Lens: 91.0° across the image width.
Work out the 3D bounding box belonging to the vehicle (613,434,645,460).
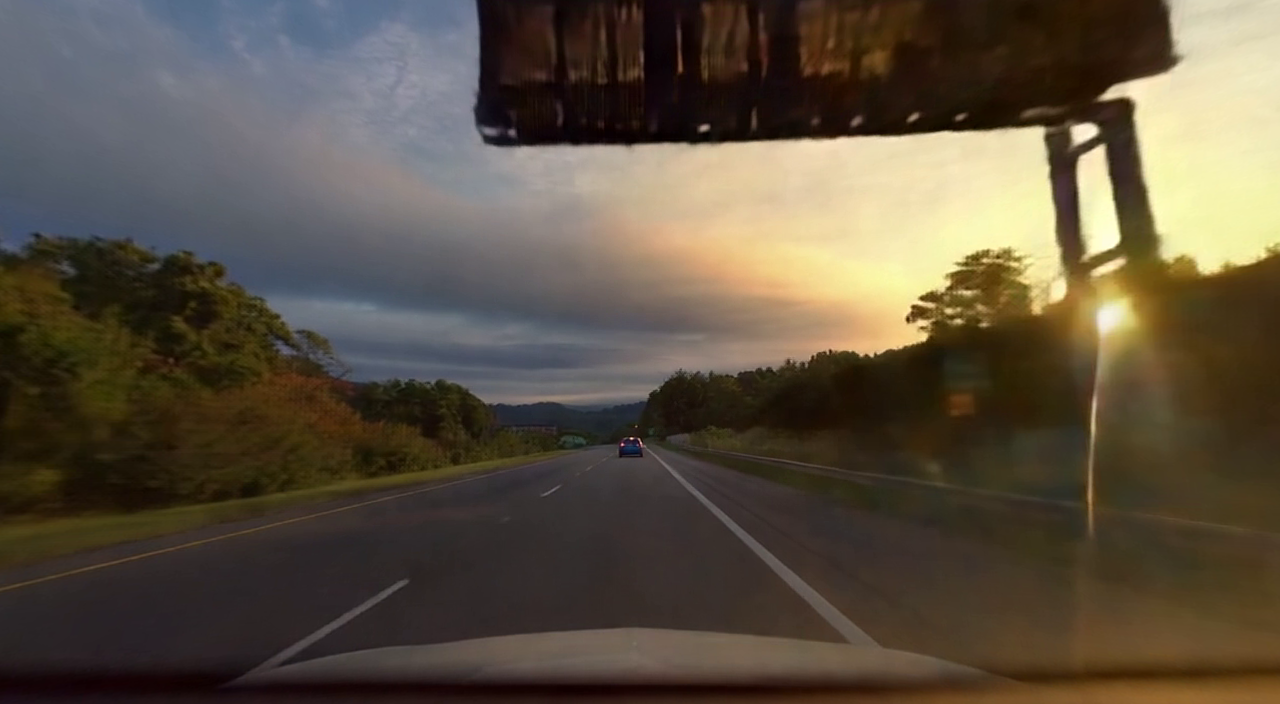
[{"bbox_3d":[-0.761,6.678,44.477,2.180,1.717,4.139,0,-8,-1],"label":"vehicle"}]
